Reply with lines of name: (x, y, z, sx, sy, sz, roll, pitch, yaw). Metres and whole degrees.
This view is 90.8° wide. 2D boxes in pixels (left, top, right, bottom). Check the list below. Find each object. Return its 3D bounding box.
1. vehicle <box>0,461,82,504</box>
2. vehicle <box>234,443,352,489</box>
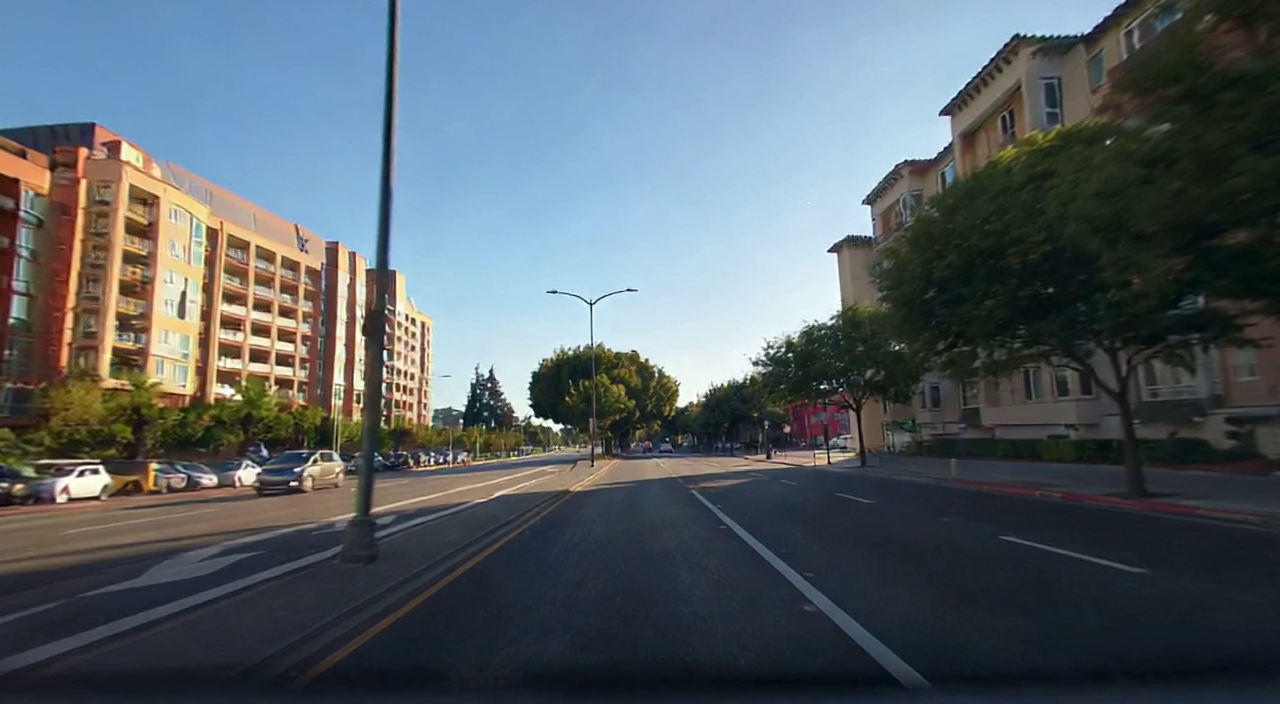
vehicle: (-26.185, 5.354, 26.041, 4.265, 1.640, 1.935, 4, -9, -25)
vehicle: (-16.214, 5.347, 30.029, 2.288, 1.938, 5.710, 0, -9, 1)
